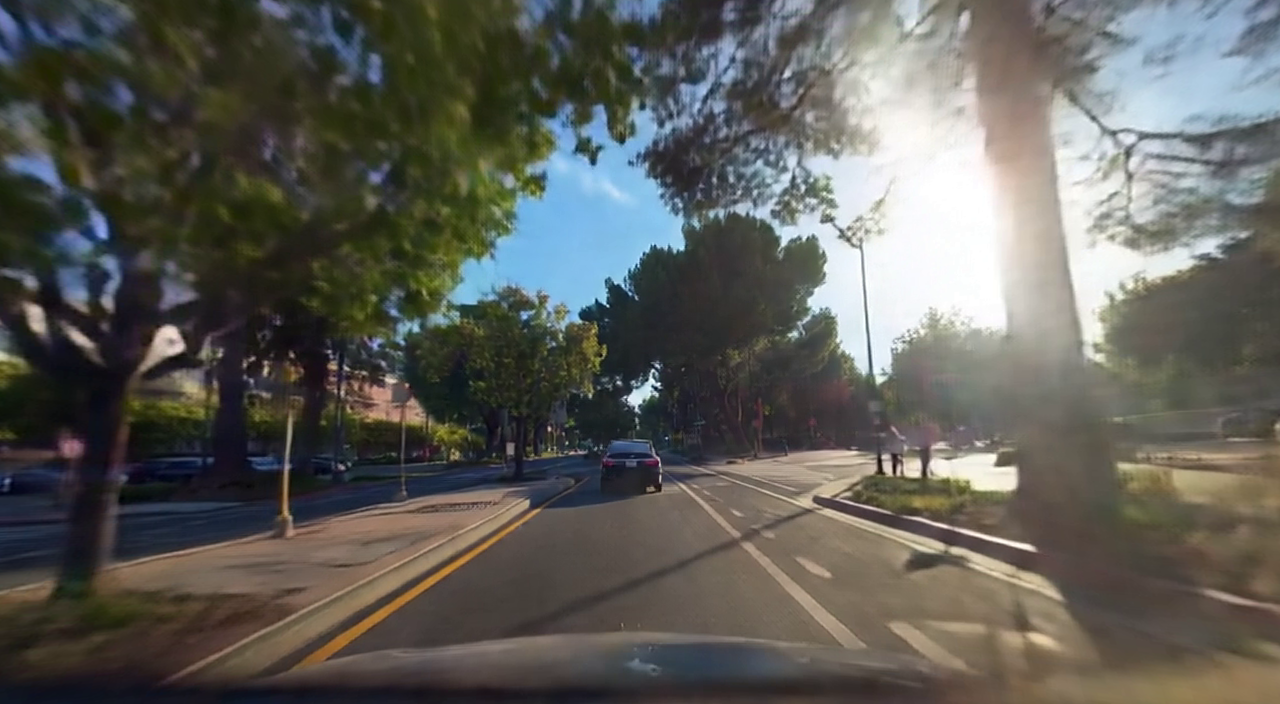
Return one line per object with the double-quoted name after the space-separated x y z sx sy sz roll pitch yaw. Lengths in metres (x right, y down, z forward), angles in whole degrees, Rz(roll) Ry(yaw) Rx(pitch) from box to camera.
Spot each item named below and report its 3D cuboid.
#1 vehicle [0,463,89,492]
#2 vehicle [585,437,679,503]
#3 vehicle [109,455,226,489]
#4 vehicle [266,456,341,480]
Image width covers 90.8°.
-35.305 7.264 36.685 4.500 1.542 2.155 0 -9 -2 "vehicle"
-0.214 3.149 17.339 2.221 1.570 4.398 0 -8 -1 "vehicle"
-22.905 5.822 30.760 4.038 1.531 2.015 1 -9 -2 "vehicle"
-23.110 7.959 43.457 4.086 1.478 1.844 0 -8 -4 "vehicle"
